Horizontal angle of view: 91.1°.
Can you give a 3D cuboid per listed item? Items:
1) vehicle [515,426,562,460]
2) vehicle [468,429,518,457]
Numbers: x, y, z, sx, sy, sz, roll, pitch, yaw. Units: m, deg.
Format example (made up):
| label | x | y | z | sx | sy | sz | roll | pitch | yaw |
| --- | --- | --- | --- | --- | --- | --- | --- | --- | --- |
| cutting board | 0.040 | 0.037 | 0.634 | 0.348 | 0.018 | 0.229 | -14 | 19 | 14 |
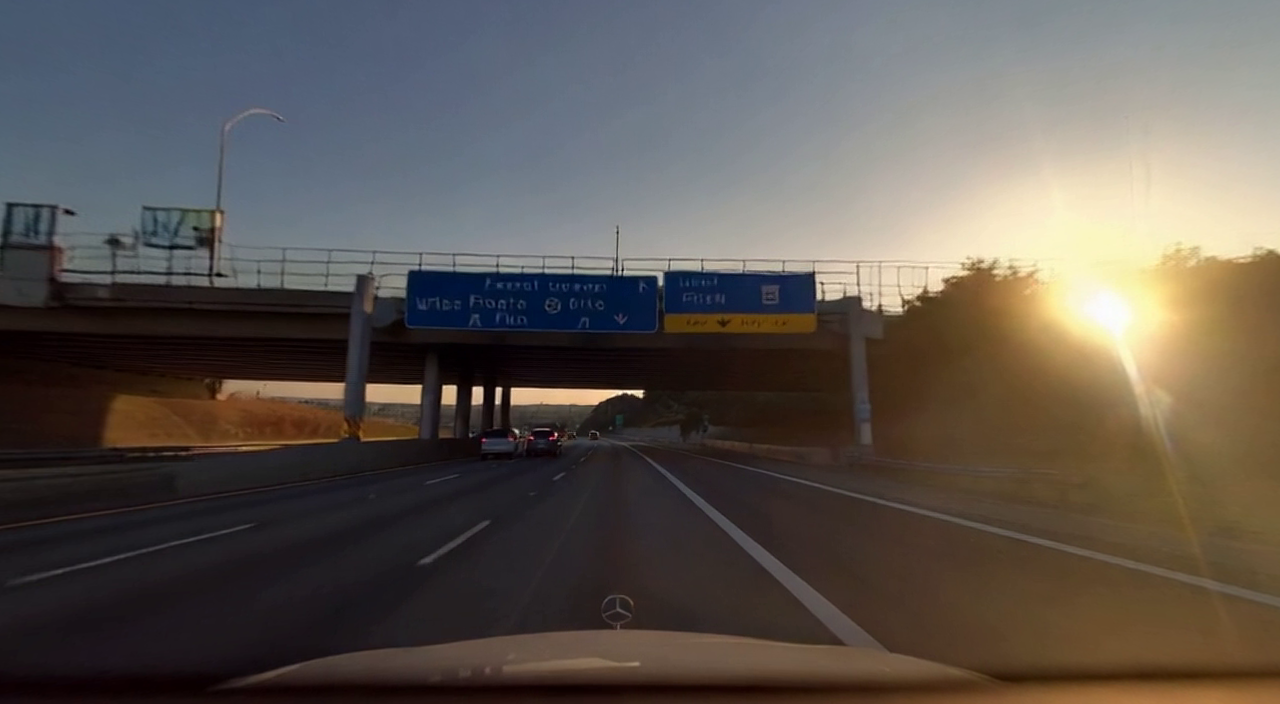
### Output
| label | x | y | z | sx | sy | sz | roll | pitch | yaw |
| --- | --- | --- | --- | --- | --- | --- | --- | --- | --- |
| vehicle | -5.547 | 4.999 | 34.770 | 2.007 | 1.727 | 4.040 | 0 | -8 | -1 |
| vehicle | -9.331 | 5.807 | 40.181 | 2.148 | 1.635 | 4.670 | 1 | -8 | -1 |
